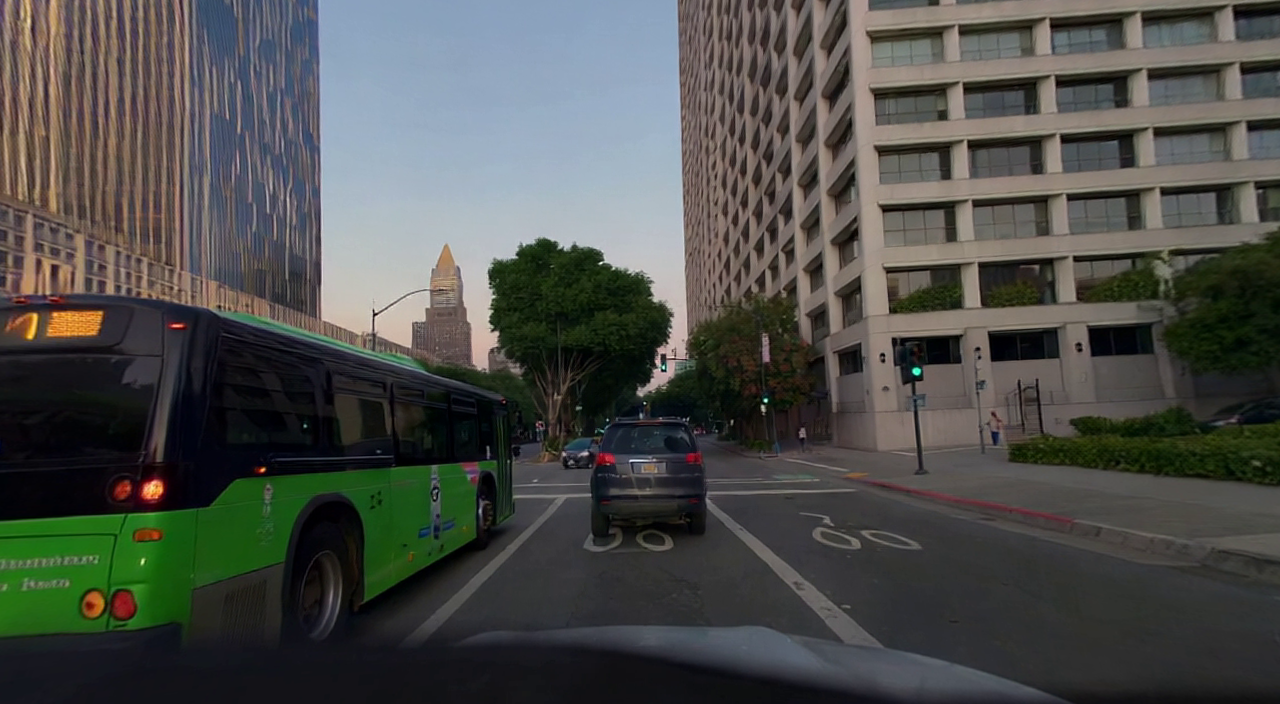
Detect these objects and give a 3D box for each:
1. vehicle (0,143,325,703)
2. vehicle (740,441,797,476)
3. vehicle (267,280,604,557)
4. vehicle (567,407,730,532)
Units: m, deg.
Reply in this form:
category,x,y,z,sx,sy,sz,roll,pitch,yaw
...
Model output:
category,x,y,z,sx,sy,sz,roll,pitch,yaw
vehicle,-2.755,0.337,0.216,2.329,2.089,5.659,0,-9,0
vehicle,6.124,5.101,30.475,1.919,1.529,4.059,0,-9,0
vehicle,-2.891,1.802,14.634,3.042,3.445,13.615,0,-9,1
vehicle,0.136,2.136,11.913,2.500,1.912,4.270,0,-9,0
